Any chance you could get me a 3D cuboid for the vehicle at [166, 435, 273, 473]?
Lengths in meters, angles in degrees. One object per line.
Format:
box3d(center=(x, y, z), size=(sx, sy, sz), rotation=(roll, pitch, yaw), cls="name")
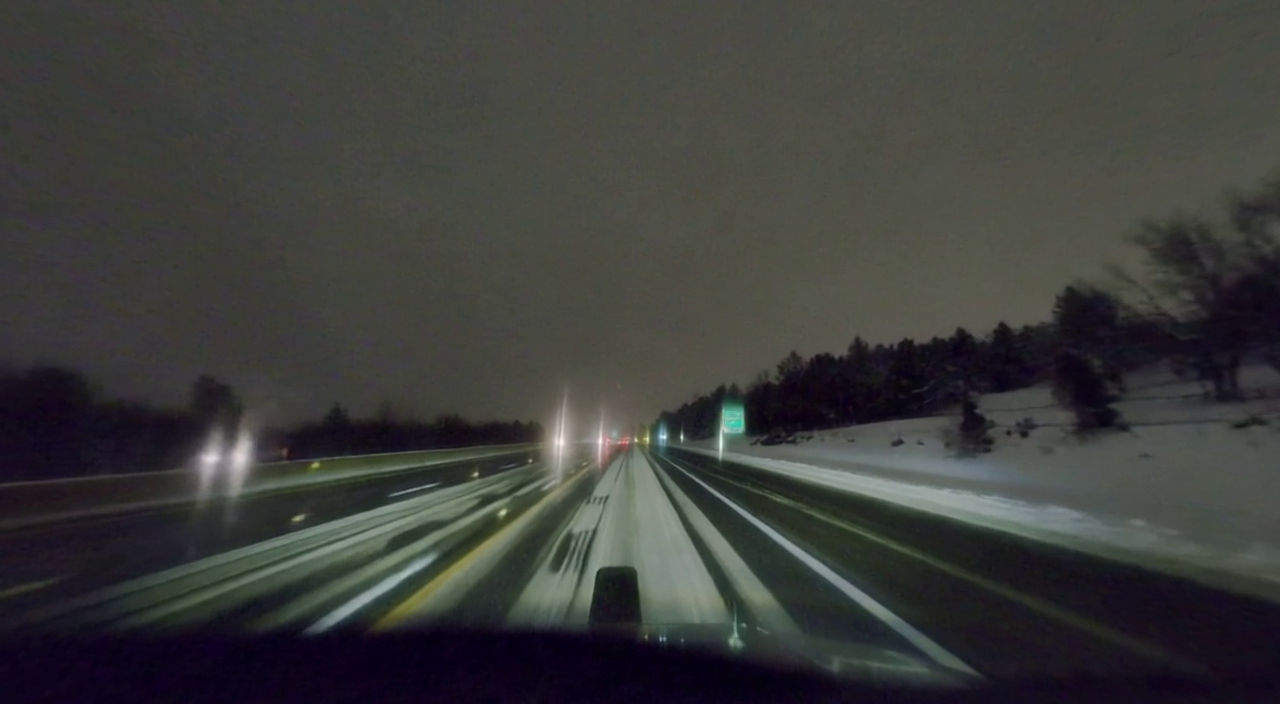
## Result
box3d(center=(-23.684, 5.751, 35.784), size=(2.267, 1.970, 5.608), rotation=(0, -8, -1), cls="vehicle")
